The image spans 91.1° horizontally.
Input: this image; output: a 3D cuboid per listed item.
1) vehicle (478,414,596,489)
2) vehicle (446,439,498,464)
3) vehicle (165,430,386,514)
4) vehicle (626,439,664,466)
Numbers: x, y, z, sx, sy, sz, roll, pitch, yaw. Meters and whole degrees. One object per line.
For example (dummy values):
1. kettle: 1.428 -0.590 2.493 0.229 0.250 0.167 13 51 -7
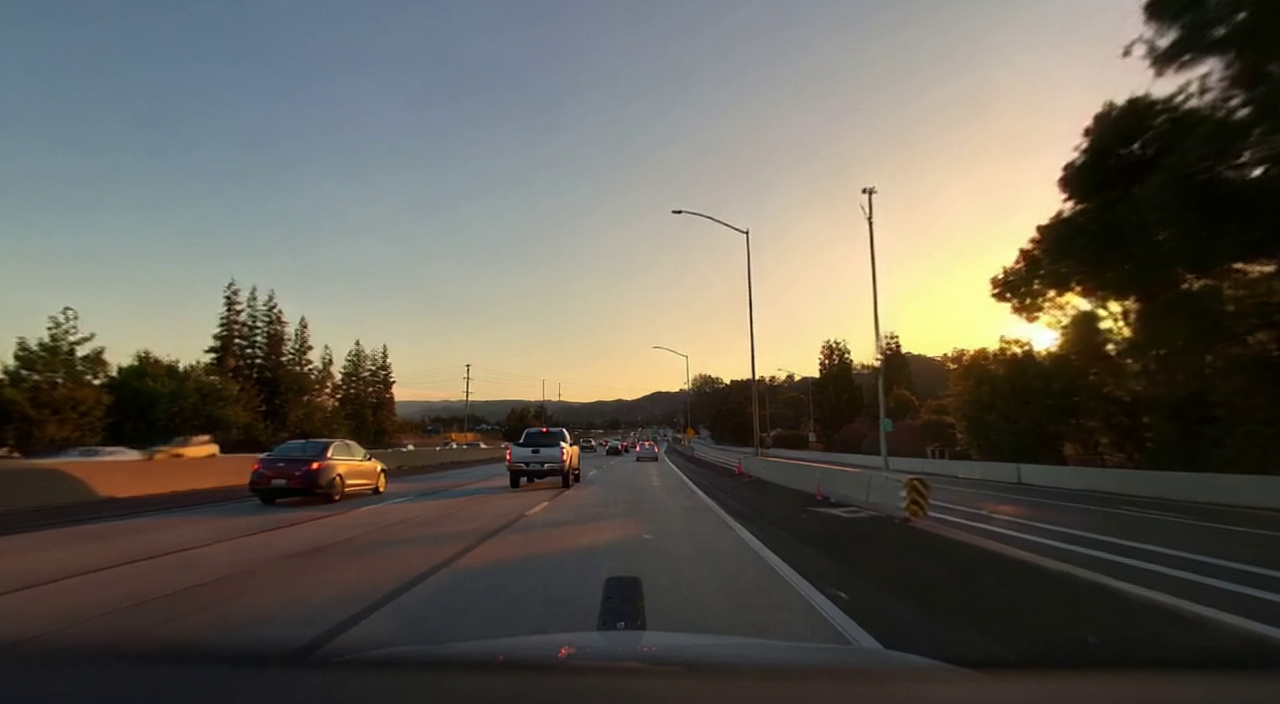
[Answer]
1. vehicle: -3.129 3.292 21.010 2.815 2.092 6.526 0 -8 1
2. vehicle: -10.453 6.192 39.374 1.915 1.472 4.502 0 -8 2
3. vehicle: -7.390 2.459 13.405 1.964 1.481 4.425 0 -8 1
4. vehicle: 0.314 5.714 35.836 2.013 1.444 4.447 0 -8 1
